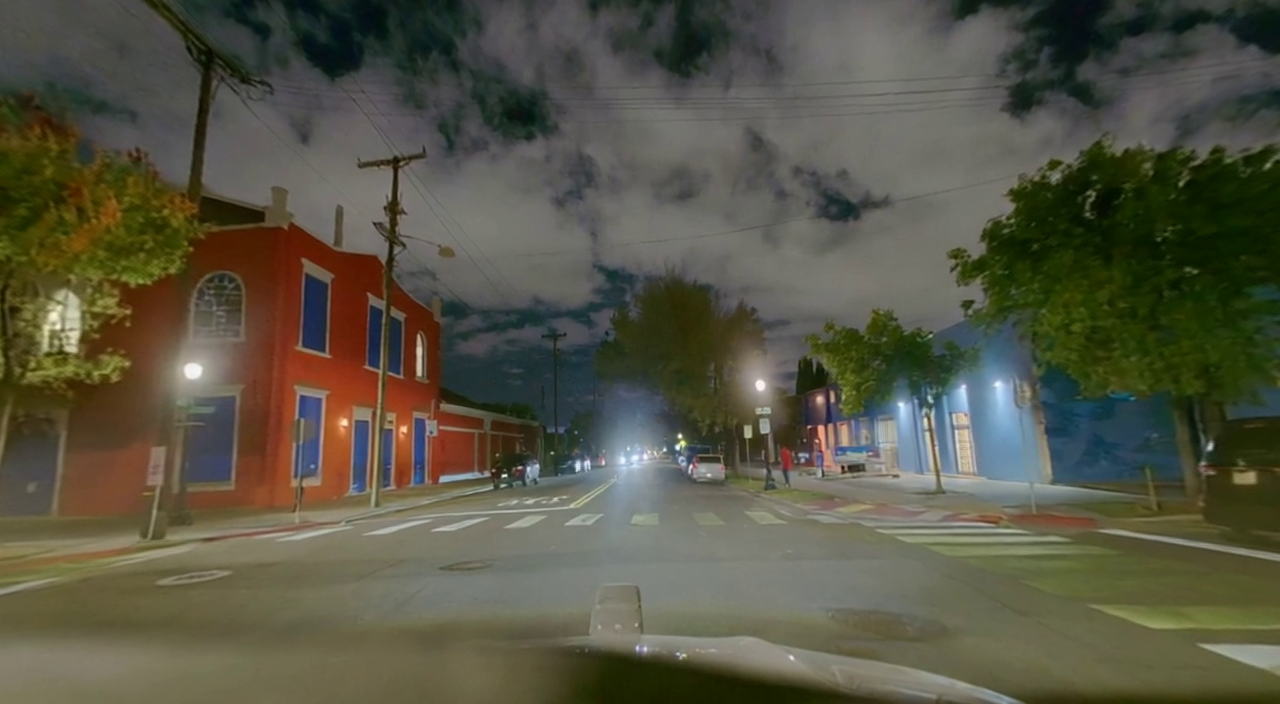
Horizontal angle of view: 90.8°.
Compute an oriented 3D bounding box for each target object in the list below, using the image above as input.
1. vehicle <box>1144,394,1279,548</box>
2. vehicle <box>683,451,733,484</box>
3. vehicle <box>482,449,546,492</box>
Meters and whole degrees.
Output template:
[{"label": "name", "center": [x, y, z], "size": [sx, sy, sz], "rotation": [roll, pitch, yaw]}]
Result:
[{"label": "vehicle", "center": [10.133, 1.529, 8.301], "size": [5.100, 1.806, 2.124], "rotation": [0, -9, 0]}, {"label": "vehicle", "center": [3.224, 5.611, 31.019], "size": [1.966, 1.471, 4.552], "rotation": [0, -9, 0]}, {"label": "vehicle", "center": [-6.254, 5.913, 31.920], "size": [2.140, 1.746, 4.385], "rotation": [-4, -8, 1]}]
